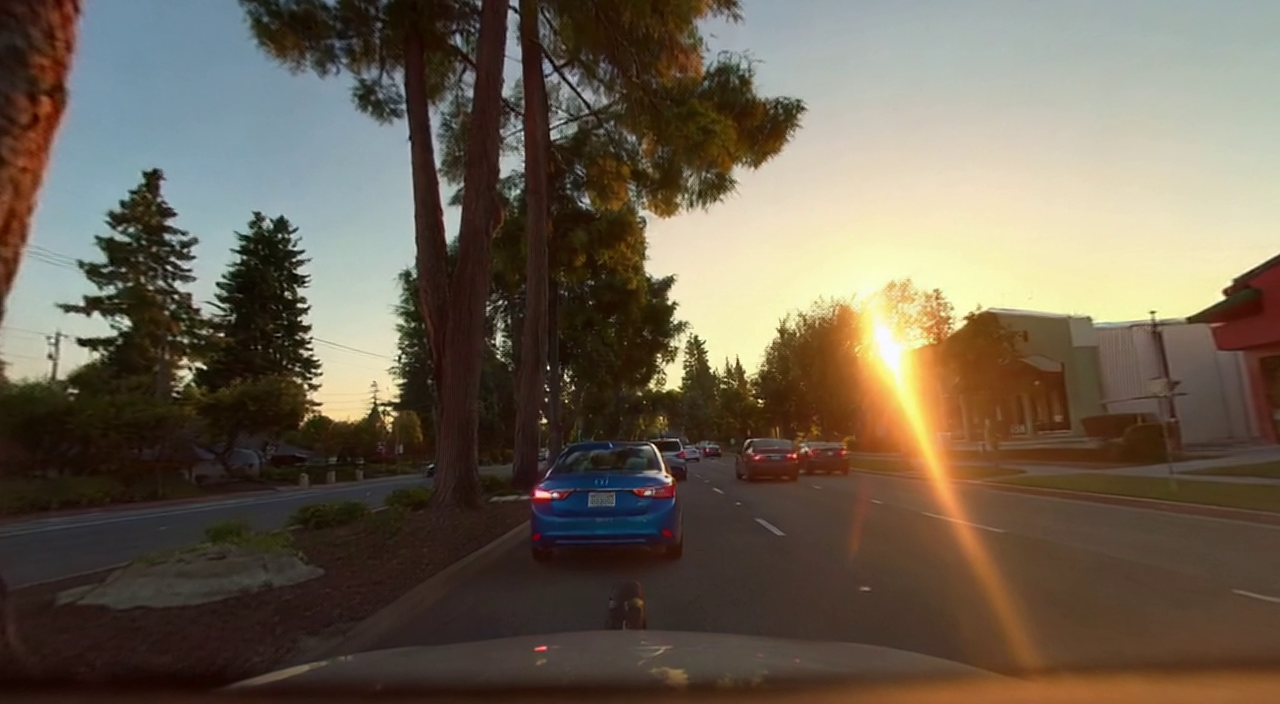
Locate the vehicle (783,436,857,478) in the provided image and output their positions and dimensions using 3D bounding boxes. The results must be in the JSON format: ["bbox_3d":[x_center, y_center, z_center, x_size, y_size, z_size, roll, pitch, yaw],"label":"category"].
[{"bbox_3d":[7.978,4.709,28.345,2.064,1.747,4.372,0,-9,1],"label":"vehicle"}]

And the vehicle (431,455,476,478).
[{"bbox_3d":[-13.647,8.407,46.280,1.900,1.508,4.459,0,-9,0],"label":"vehicle"}]

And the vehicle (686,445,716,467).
[{"bbox_3d":[4.733,8.134,49.220,1.946,1.648,4.230,0,-9,0],"label":"vehicle"}]

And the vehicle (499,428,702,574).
[{"bbox_3d":[-0.394,1.861,8.617,2.111,1.506,4.018,0,-9,1],"label":"vehicle"}]

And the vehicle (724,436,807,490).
[{"bbox_3d":[4.143,3.726,21.494,1.971,1.637,4.317,0,-9,1],"label":"vehicle"}]
